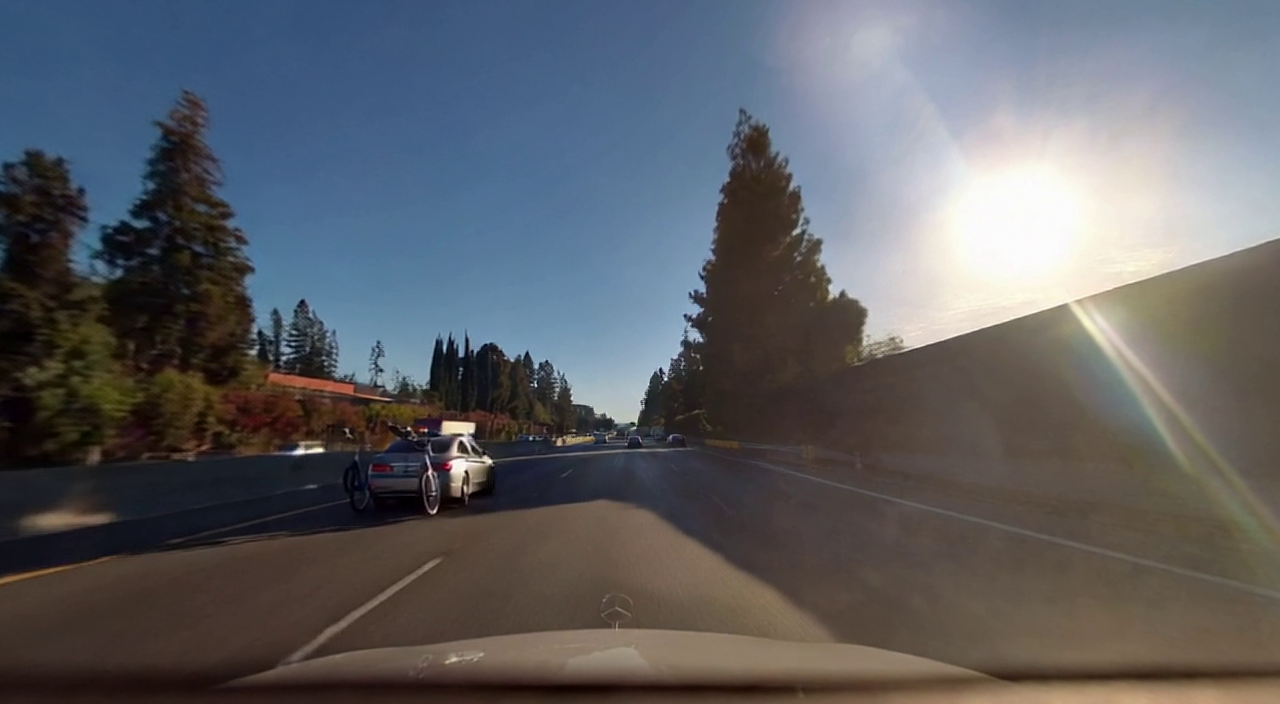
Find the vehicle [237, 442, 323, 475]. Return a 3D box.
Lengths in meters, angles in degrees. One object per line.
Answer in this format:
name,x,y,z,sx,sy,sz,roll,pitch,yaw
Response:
vehicle,-17.761,5.250,31.322,1.855,1.444,4.044,0,-8,0

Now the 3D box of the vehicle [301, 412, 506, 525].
vehicle,-3.964,2.007,11.542,2.064,1.647,4.381,0,-8,0
